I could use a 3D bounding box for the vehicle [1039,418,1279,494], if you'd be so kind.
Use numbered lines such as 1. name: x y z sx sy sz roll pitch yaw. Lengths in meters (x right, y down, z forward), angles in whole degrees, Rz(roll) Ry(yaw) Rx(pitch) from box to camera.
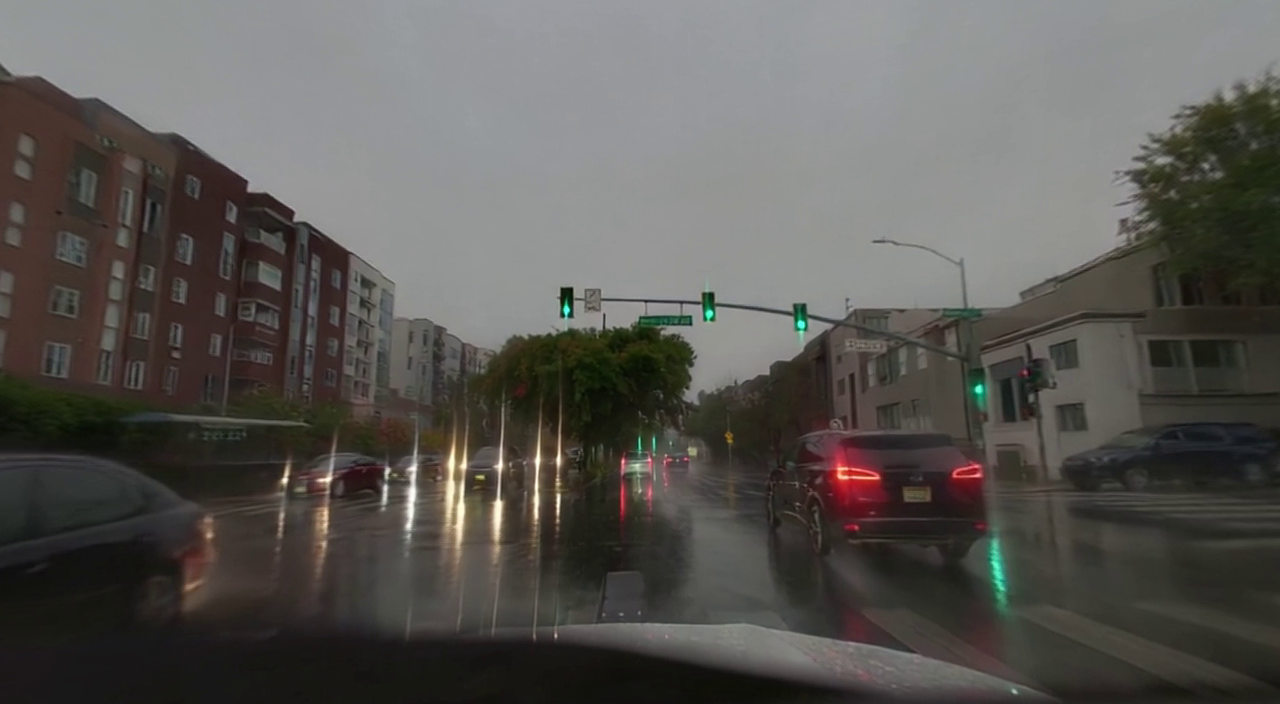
1. vehicle: 15.244 2.975 18.283 5.888 1.985 2.357 0 -9 -6

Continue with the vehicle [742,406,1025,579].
1. vehicle: 3.054 1.888 9.334 2.129 1.844 4.767 0 -9 -2

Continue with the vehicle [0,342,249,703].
1. vehicle: -4.111 1.044 3.559 2.031 1.873 4.581 2 -9 -17

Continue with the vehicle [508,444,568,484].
1. vehicle: -5.030 5.593 31.904 2.275 1.816 4.923 0 -9 -1

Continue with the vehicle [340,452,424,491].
1. vehicle: -11.944 5.513 29.610 2.183 1.630 4.221 0 -9 -1

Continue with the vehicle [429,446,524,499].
1. vehicle: -5.582 4.171 22.196 2.062 1.532 4.830 -3 -9 0

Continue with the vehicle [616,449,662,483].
1. vehicle: -0.062 5.495 30.660 2.059 1.492 4.033 0 -9 -1

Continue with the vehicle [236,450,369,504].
1. vehicle: -11.796 4.357 22.586 2.001 1.638 4.980 -1 -9 0
